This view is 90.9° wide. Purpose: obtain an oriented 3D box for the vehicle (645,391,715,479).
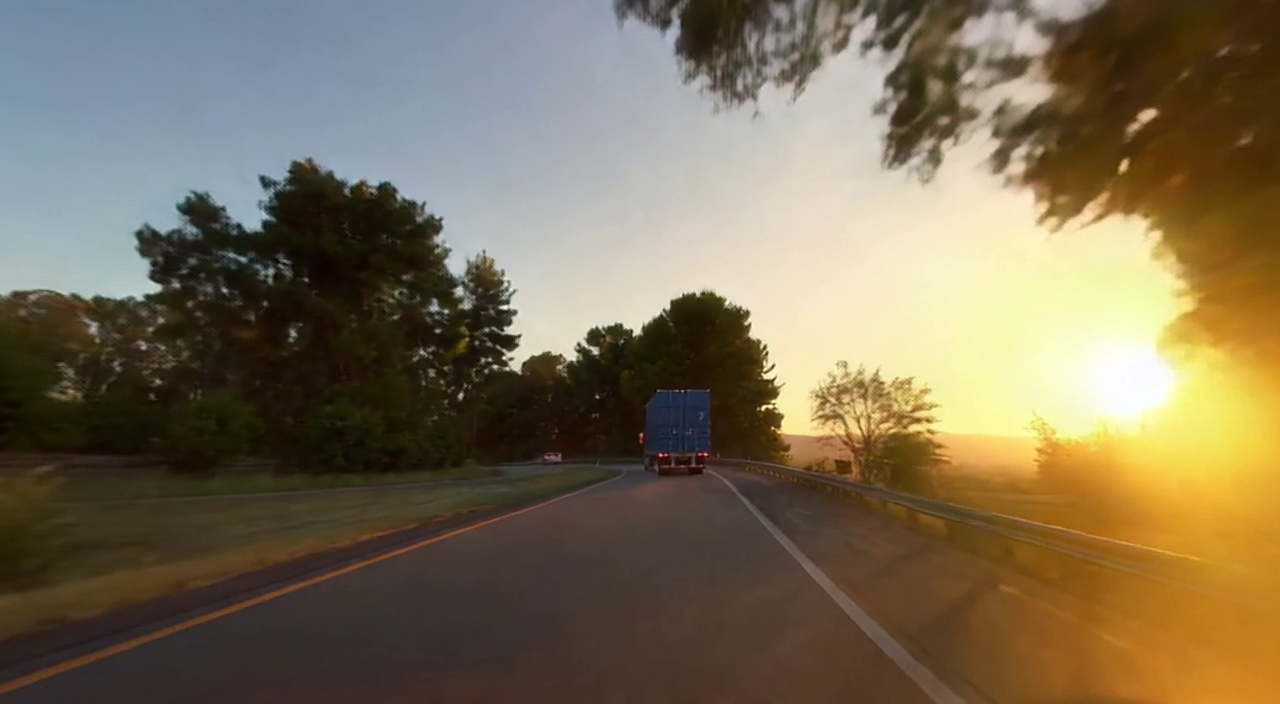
[{"bbox_3d":[1.968,4.960,36.965,3.087,4.178,13.682,0,-8,0],"label":"vehicle"}]
